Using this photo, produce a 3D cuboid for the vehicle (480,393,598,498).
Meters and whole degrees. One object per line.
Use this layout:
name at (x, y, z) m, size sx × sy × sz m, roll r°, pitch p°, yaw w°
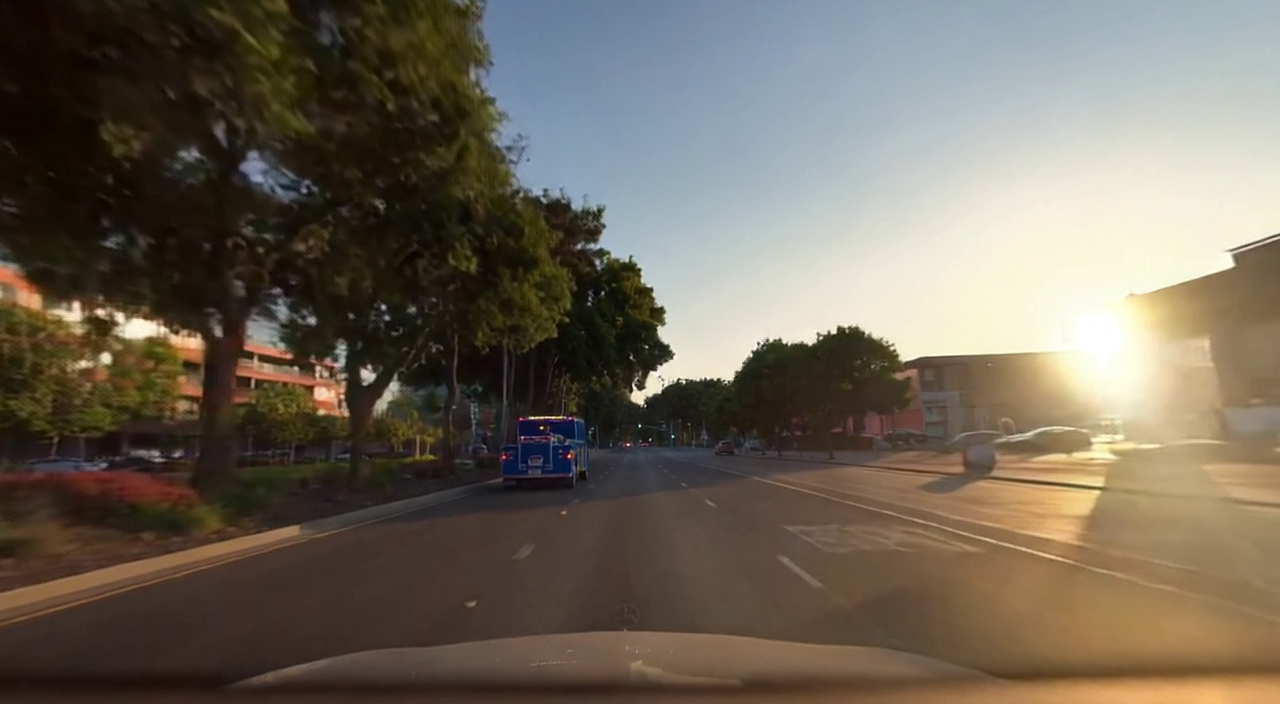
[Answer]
vehicle at (-2.914, 2.945, 19.977) m, size 2.633 × 2.787 × 5.796 m, roll -1°, pitch -8°, yaw 1°
